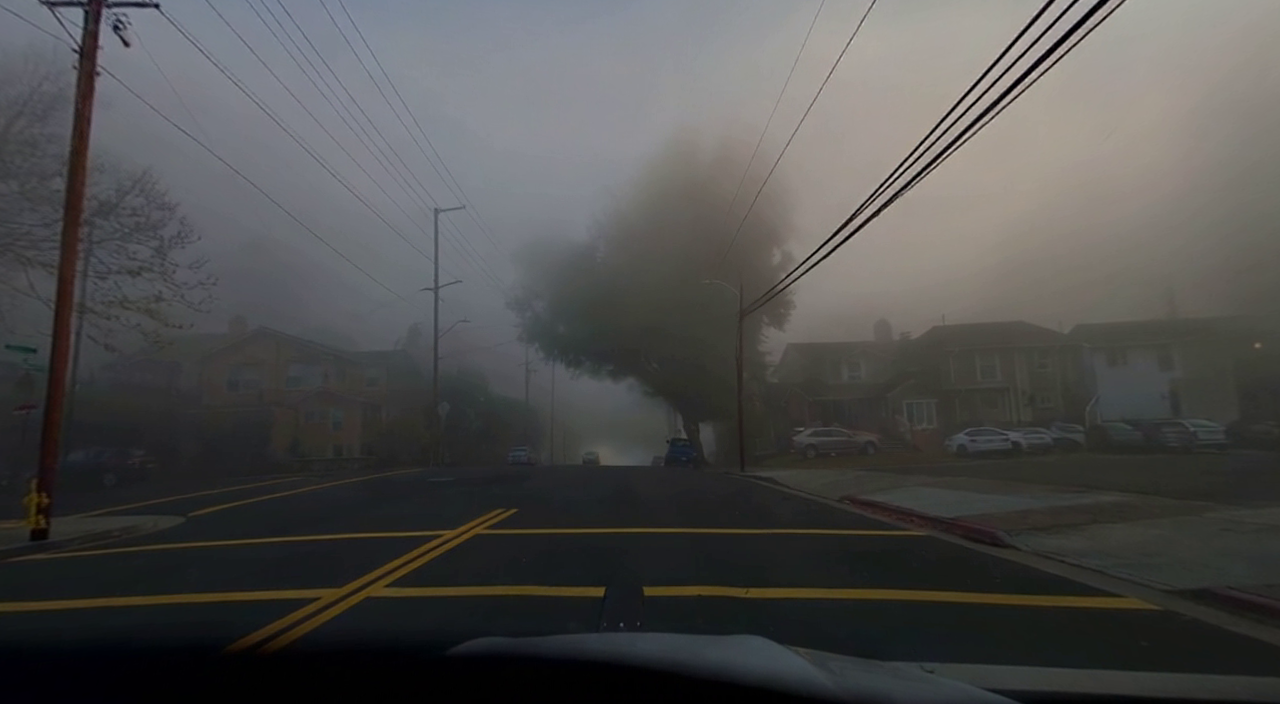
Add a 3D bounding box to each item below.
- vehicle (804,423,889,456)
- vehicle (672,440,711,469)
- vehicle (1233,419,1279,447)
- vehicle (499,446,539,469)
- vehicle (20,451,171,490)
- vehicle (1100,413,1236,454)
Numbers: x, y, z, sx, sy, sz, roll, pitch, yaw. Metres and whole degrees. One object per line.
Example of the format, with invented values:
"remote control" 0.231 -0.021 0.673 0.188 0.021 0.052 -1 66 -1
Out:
"vehicle" 11.207 4.754 34.134 4.509 1.664 1.981 6 -10 -35
"vehicle" 3.256 6.575 40.762 1.993 1.755 4.256 0 -8 -2
"vehicle" 33.084 4.233 32.938 3.433 1.389 1.683 3 -8 -22
"vehicle" -8.536 7.434 44.807 2.066 1.472 4.353 0 -8 -1
"vehicle" -22.299 4.855 26.022 4.424 1.486 1.814 0 -8 -2
"vehicle" 22.397 3.503 26.902 4.002 1.505 2.061 -1 -10 -5
